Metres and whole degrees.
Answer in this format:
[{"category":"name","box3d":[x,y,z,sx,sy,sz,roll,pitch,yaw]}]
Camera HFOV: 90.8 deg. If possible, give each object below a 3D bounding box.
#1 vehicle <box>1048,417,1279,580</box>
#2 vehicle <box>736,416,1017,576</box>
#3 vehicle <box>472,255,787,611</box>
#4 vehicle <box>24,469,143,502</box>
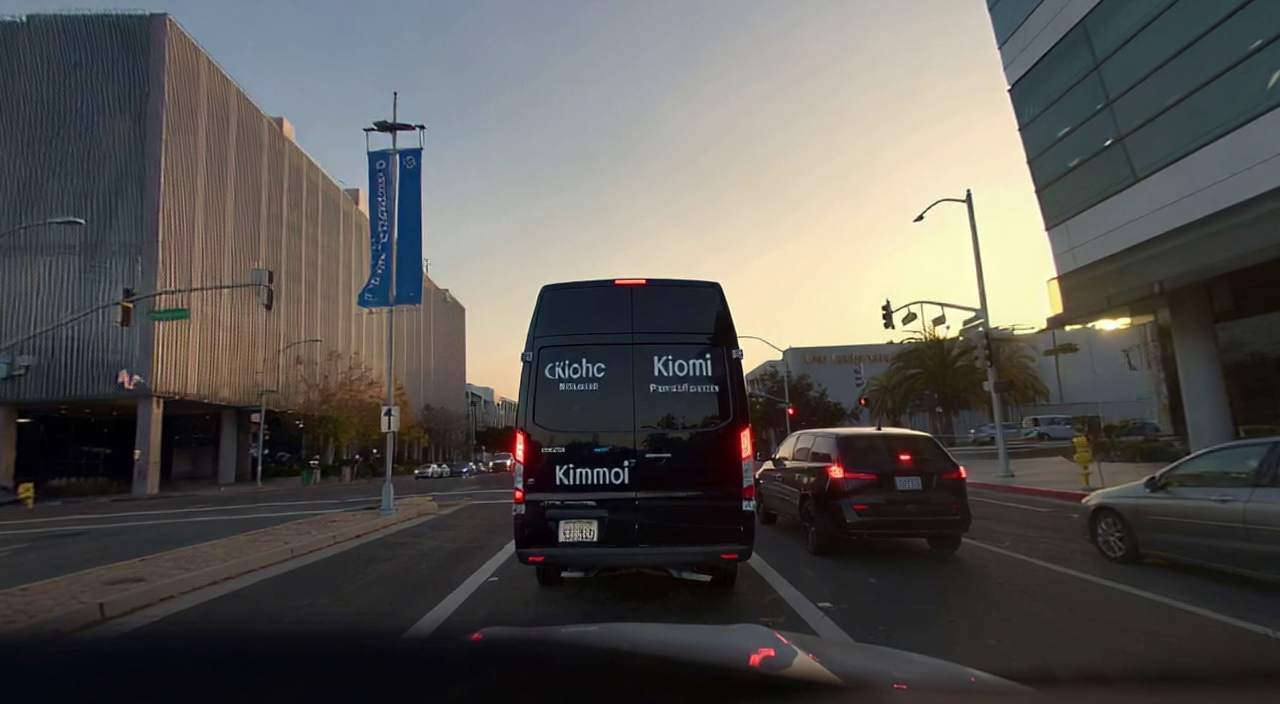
[{"category":"vehicle","box3d":[7.531,1.587,7.019,1.963,1.669,4.678,3,-9,-20]},{"category":"vehicle","box3d":[2.876,1.868,9.050,2.183,1.676,4.506,0,-8,-1]},{"category":"vehicle","box3d":[-0.045,1.181,9.077,2.613,3.035,7.342,0,-8,1]},{"category":"vehicle","box3d":[-31.097,7.450,35.412,4.806,1.652,1.869,0,-8,-2]}]
